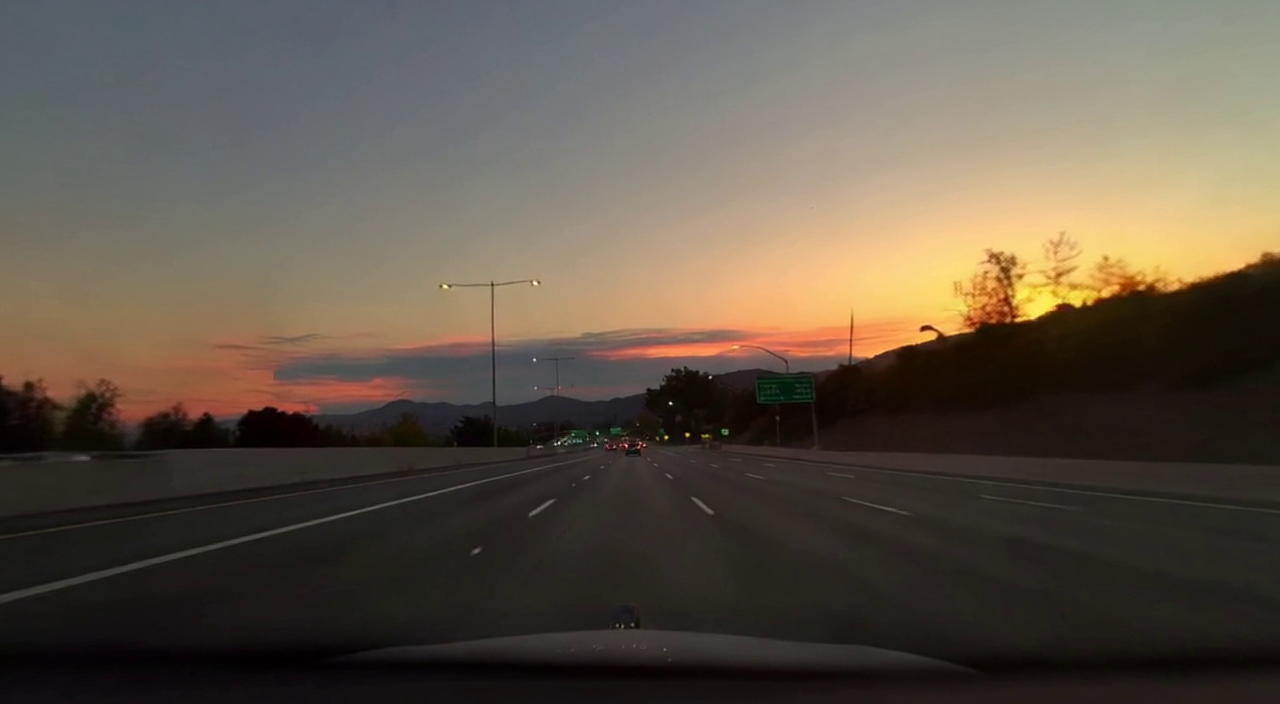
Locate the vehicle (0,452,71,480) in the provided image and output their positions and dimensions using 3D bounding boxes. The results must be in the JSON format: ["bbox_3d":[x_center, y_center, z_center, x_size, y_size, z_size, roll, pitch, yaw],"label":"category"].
[{"bbox_3d":[-38.744,7.077,39.447,1.879,1.552,4.889,0,-8,0],"label":"vehicle"}]
